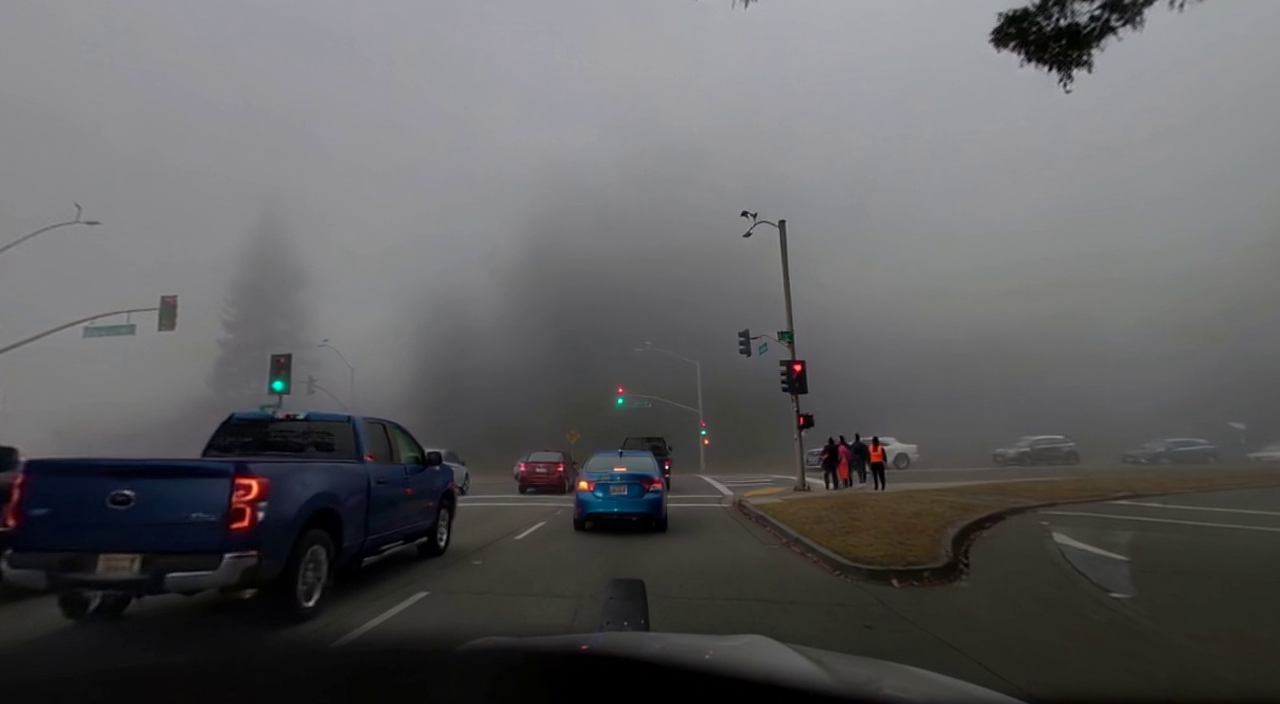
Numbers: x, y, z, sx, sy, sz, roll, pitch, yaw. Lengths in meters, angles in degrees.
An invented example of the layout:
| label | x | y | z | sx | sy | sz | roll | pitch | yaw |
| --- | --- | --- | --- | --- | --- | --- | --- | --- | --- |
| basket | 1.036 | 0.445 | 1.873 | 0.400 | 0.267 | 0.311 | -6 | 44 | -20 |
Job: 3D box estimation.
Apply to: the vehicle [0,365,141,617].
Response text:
| label | x | y | z | sx | sy | sz | roll | pitch | yaw |
| --- | --- | --- | --- | --- | --- | --- | --- | --- | --- |
| vehicle | -6.560 | 0.879 | 3.490 | 2.544 | 2.018 | 5.893 | 0 | -9 | 3 |

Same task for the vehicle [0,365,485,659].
| label | x | y | z | sx | sy | sz | roll | pitch | yaw |
| --- | --- | --- | --- | --- | --- | --- | --- | --- | --- |
| vehicle | -3.491 | 1.437 | 6.808 | 2.202 | 1.961 | 4.980 | 0 | -9 | 2 |

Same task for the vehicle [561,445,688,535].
| label | x | y | z | sx | sy | sz | roll | pitch | yaw |
| --- | --- | --- | --- | --- | --- | --- | --- | --- | --- |
| vehicle | -0.231 | 2.682 | 12.946 | 2.144 | 1.497 | 4.446 | 0 | -9 | 1 |

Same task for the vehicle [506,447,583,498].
| label | x | y | z | sx | sy | sz | roll | pitch | yaw |
| --- | --- | --- | --- | --- | --- | --- | --- | --- | --- |
| vehicle | -3.331 | 4.295 | 22.955 | 2.003 | 1.655 | 4.878 | 0 | -9 | 0 |

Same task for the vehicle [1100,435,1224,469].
| label | x | y | z | sx | sy | sz | roll | pitch | yaw |
| --- | --- | --- | --- | --- | --- | --- | --- | --- | --- |
| vehicle | 29.113 | 5.600 | 35.283 | 4.967 | 1.794 | 2.044 | 0 | -9 | 3 |

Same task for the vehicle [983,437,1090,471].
| label | x | y | z | sx | sy | sz | roll | pitch | yaw |
| --- | --- | --- | --- | --- | --- | --- | --- | --- | --- |
| vehicle | 22.107 | 5.698 | 35.303 | 4.529 | 1.786 | 2.110 | 0 | -9 | 2 |

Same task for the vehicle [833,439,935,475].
| label | x | y | z | sx | sy | sz | roll | pitch | yaw |
| --- | --- | --- | --- | --- | --- | --- | --- | --- | --- |
| vehicle | 12.385 | 5.366 | 32.257 | 4.394 | 1.724 | 1.886 | 0 | -9 | 1 |
